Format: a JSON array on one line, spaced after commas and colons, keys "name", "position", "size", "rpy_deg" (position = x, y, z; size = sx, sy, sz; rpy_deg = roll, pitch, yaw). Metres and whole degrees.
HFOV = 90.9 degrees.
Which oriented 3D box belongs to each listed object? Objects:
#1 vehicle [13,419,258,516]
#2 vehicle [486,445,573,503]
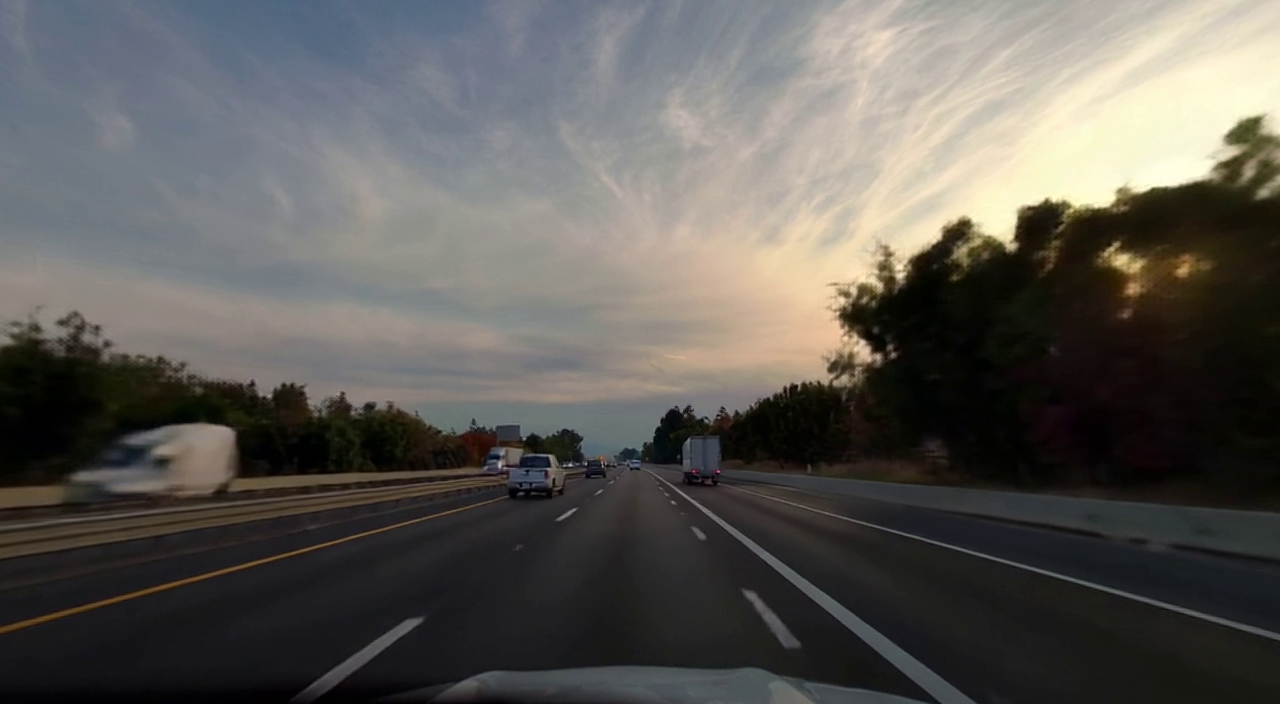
[{"name": "vehicle", "position": [-15.240, 3.608, 19.827], "size": [2.333, 2.505, 6.322], "rpy_deg": [1, -10, 0]}, {"name": "vehicle", "position": [-3.934, 4.484, 23.395], "size": [2.272, 1.873, 4.832], "rpy_deg": [1, -10, 0]}]
